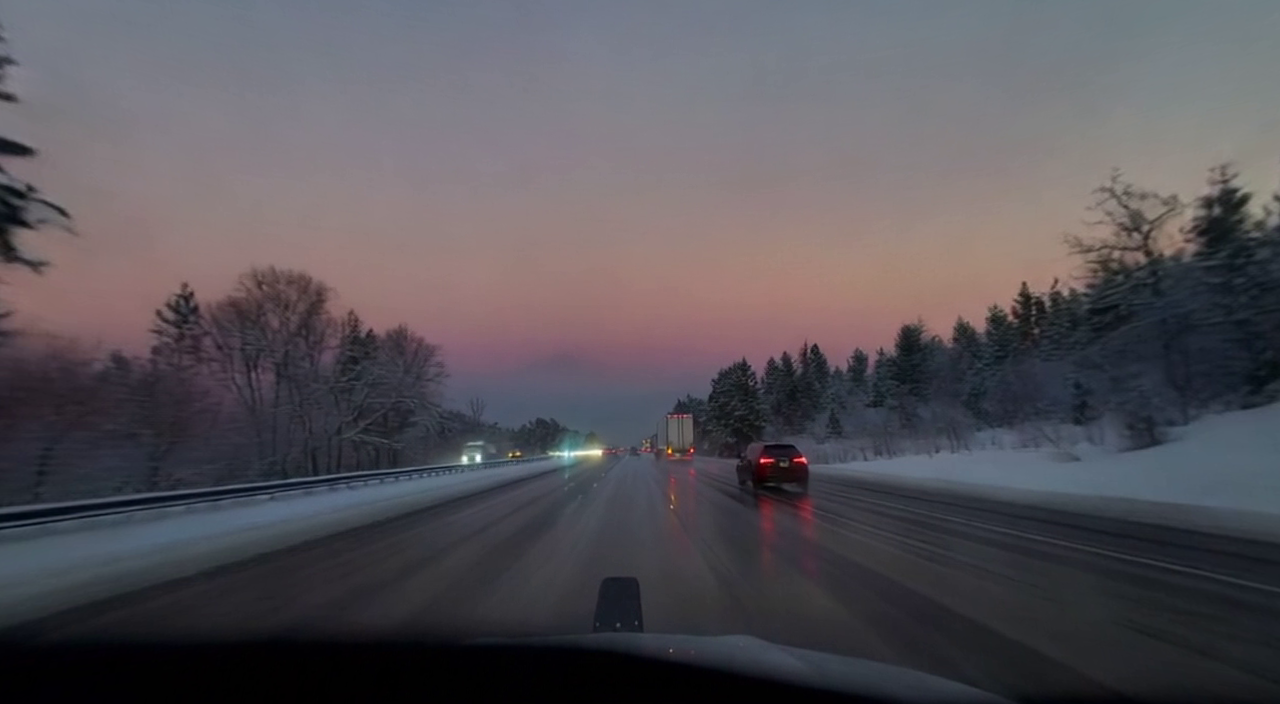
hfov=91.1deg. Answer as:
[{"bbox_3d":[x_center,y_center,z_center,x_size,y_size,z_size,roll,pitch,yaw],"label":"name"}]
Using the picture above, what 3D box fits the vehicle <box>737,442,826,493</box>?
[{"bbox_3d":[4.529,3.739,20.670,1.910,1.474,3.776,0,-9,-2],"label":"vehicle"}]
